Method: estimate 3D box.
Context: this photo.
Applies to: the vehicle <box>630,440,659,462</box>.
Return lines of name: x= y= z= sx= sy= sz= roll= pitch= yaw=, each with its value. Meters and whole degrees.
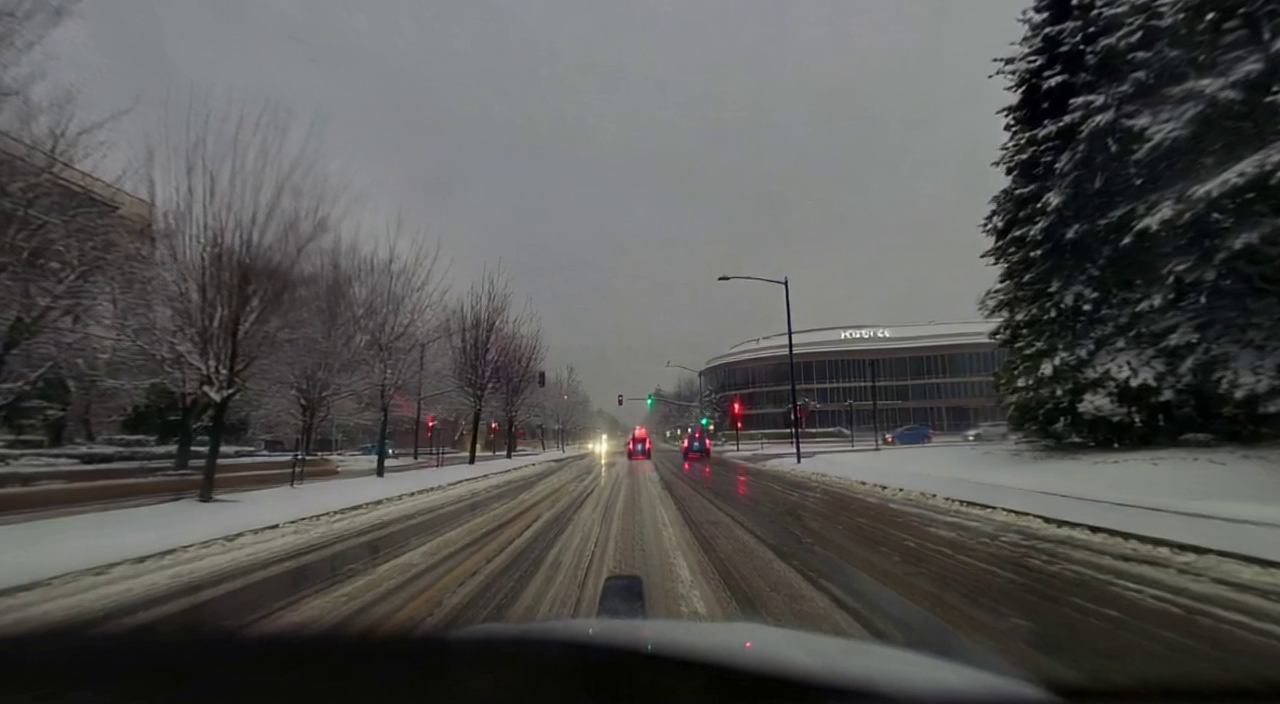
vehicle: x=0.325 y=7.467 z=47.583 sx=2.014 sy=1.525 sz=4.197 roll=0 pitch=-9 yaw=-2
